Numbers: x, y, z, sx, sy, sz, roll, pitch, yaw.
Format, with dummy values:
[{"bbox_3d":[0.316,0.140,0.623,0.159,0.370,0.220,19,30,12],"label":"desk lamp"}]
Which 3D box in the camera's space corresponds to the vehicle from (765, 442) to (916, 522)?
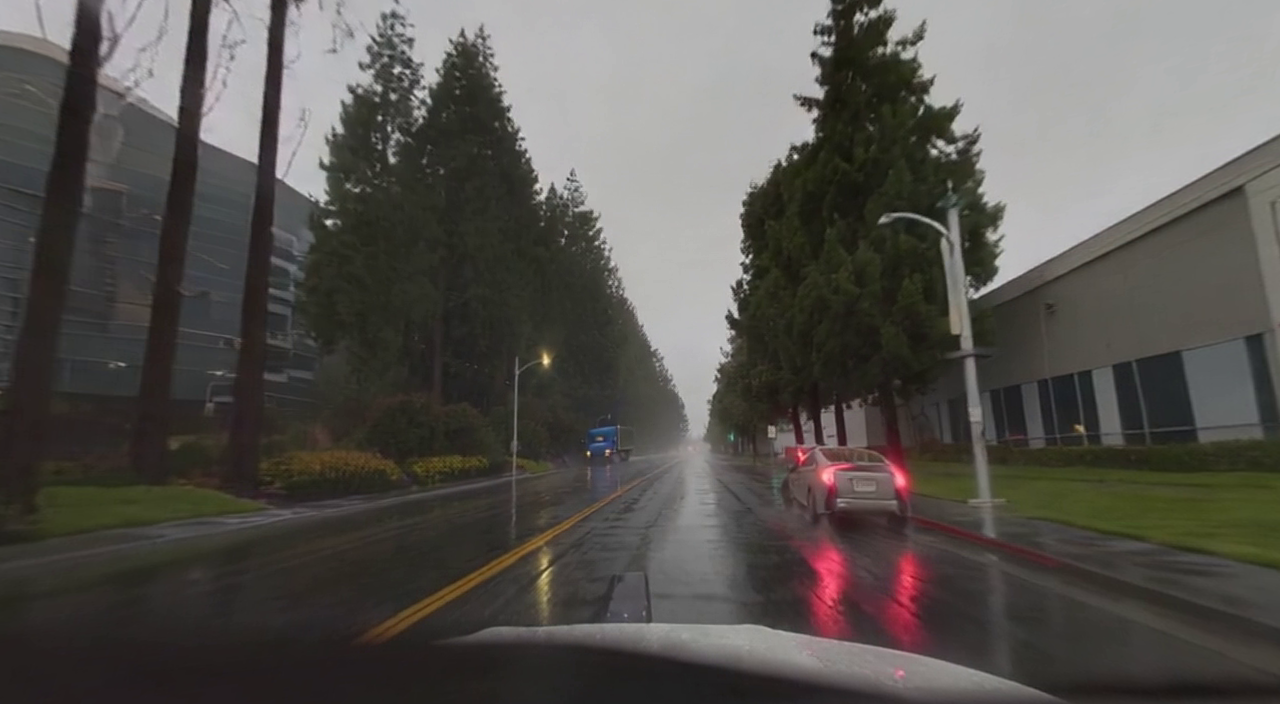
[{"bbox_3d":[4.266,2.827,14.283,2.098,1.509,4.389,0,-9,2],"label":"vehicle"}]
